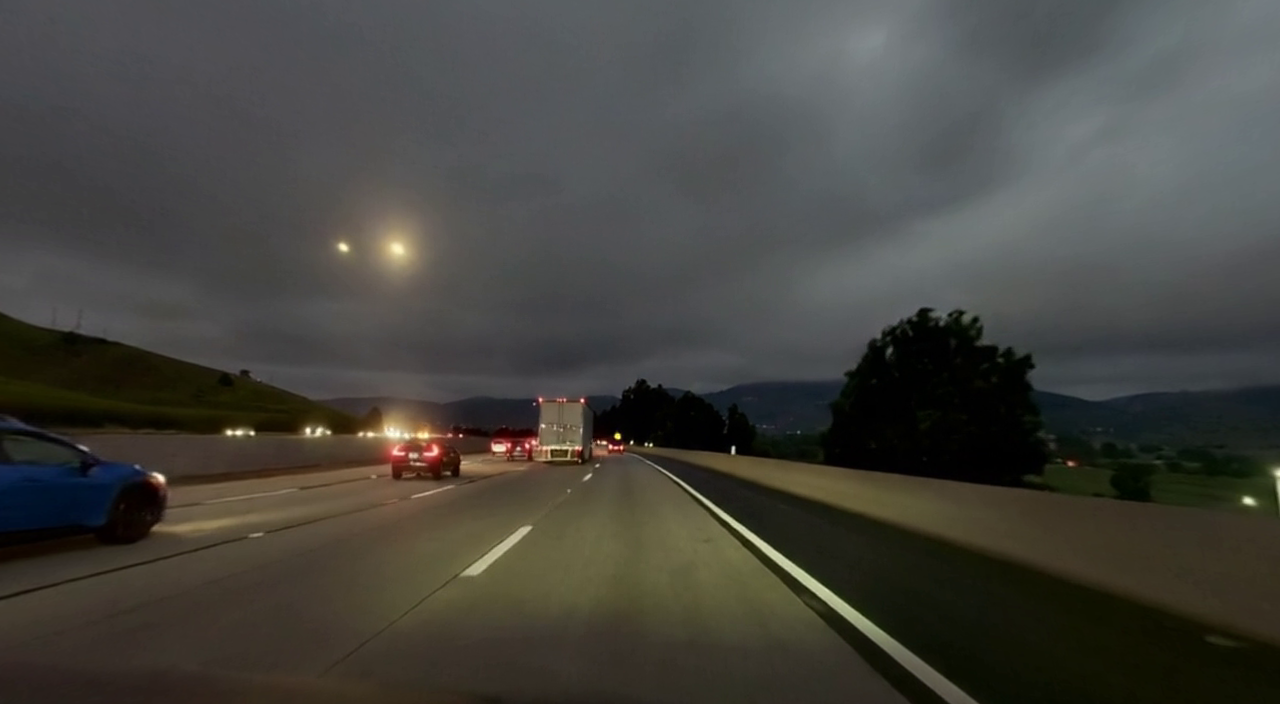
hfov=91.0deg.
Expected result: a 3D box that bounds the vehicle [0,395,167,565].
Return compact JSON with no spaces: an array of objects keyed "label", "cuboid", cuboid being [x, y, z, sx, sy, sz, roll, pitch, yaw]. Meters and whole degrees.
[{"label":"vehicle","cuboid":[-7.678,1.328,6.599,2.081,1.740,4.268,1,-9,0]}]

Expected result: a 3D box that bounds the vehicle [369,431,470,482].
[{"label":"vehicle","cuboid":[-7.960,3.829,23.268,2.099,1.644,4.638,1,-9,-1]}]

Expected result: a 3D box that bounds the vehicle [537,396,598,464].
[{"label":"vehicle","cuboid":[-4.776,5.681,44.464,2.880,4.025,14.064,1,-9,-1]}]
